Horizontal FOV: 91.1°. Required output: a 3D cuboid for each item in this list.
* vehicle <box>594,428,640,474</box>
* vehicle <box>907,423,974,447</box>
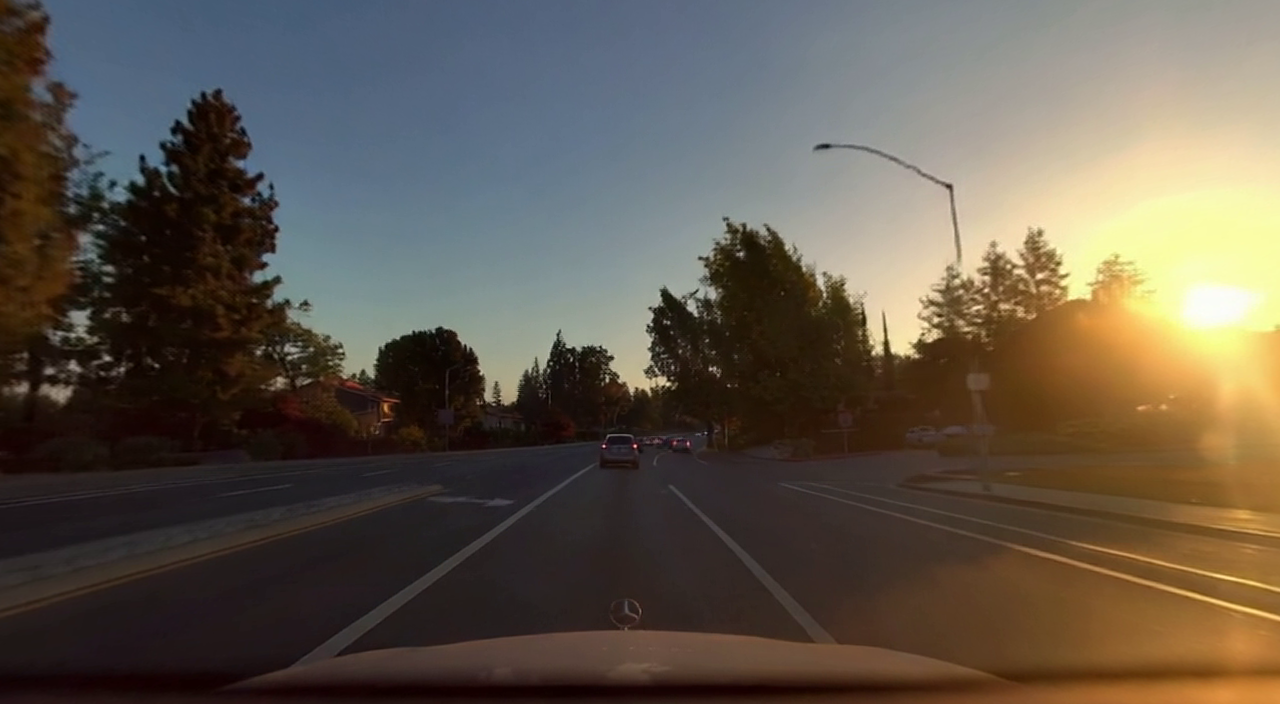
[{"bbox_3d":[-1.046,4.724,30.180,2.072,2.002,4.391,0,-8,-1],"label":"vehicle"},{"bbox_3d":[21.759,6.073,45.642,1.826,1.621,4.546,2,-9,-15],"label":"vehicle"}]
